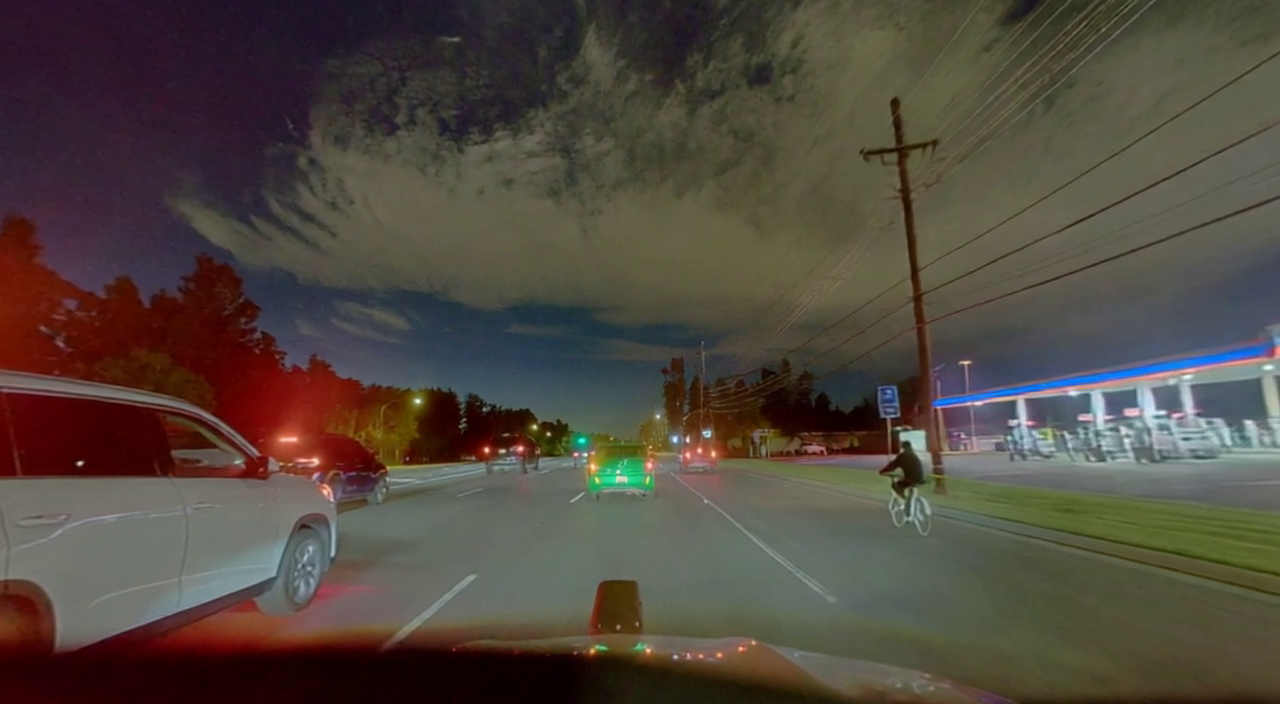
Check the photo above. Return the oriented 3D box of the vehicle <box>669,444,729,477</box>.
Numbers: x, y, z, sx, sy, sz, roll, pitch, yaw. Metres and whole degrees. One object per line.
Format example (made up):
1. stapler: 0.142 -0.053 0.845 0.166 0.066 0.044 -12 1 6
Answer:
1. vehicle: 2.501 4.753 27.929 2.065 1.302 4.416 0 -8 -2

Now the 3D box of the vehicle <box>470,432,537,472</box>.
1. vehicle: -7.009 5.206 33.148 2.385 1.918 5.056 0 -9 0

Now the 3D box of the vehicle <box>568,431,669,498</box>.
1. vehicle: -0.470 2.765 15.848 2.189 1.437 4.135 0 -9 0

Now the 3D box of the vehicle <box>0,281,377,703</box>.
1. vehicle: -3.058 0.687 2.662 1.922 1.642 4.547 0 -9 0
